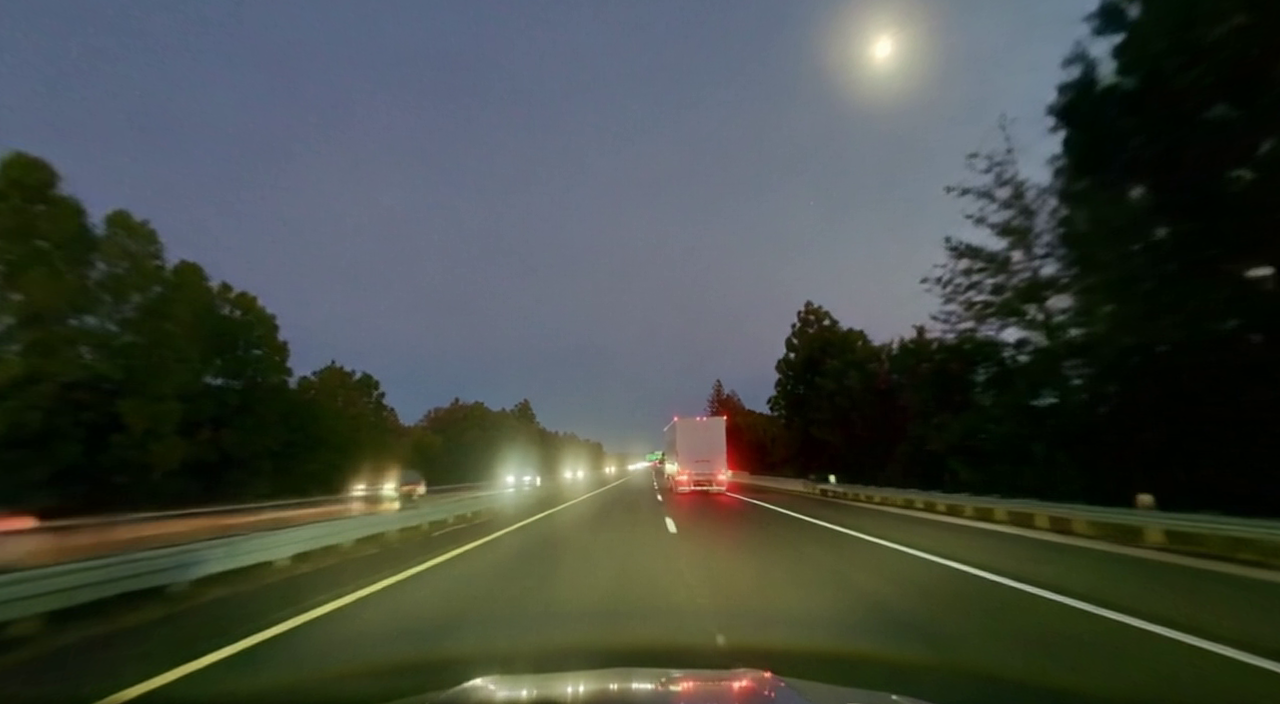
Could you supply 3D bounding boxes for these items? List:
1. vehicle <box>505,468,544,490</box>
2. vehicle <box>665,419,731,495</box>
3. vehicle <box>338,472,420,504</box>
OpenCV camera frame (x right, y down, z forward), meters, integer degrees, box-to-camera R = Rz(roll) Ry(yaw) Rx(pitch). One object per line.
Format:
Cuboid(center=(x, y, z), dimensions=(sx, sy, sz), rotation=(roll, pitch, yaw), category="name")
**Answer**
Cuboid(center=(-8.354, 9.205, 45.937), dimensions=(1.887, 1.462, 4.482), rotation=(0, -11, 1), category="vehicle")
Cuboid(center=(3.443, 6.988, 41.347), dimensions=(3.204, 4.102, 13.306), rotation=(0, -10, 1), category="vehicle")
Cuboid(center=(-12.241, 6.385, 29.888), dimensions=(1.926, 1.351, 4.457), rotation=(0, -10, 0), category="vehicle")
